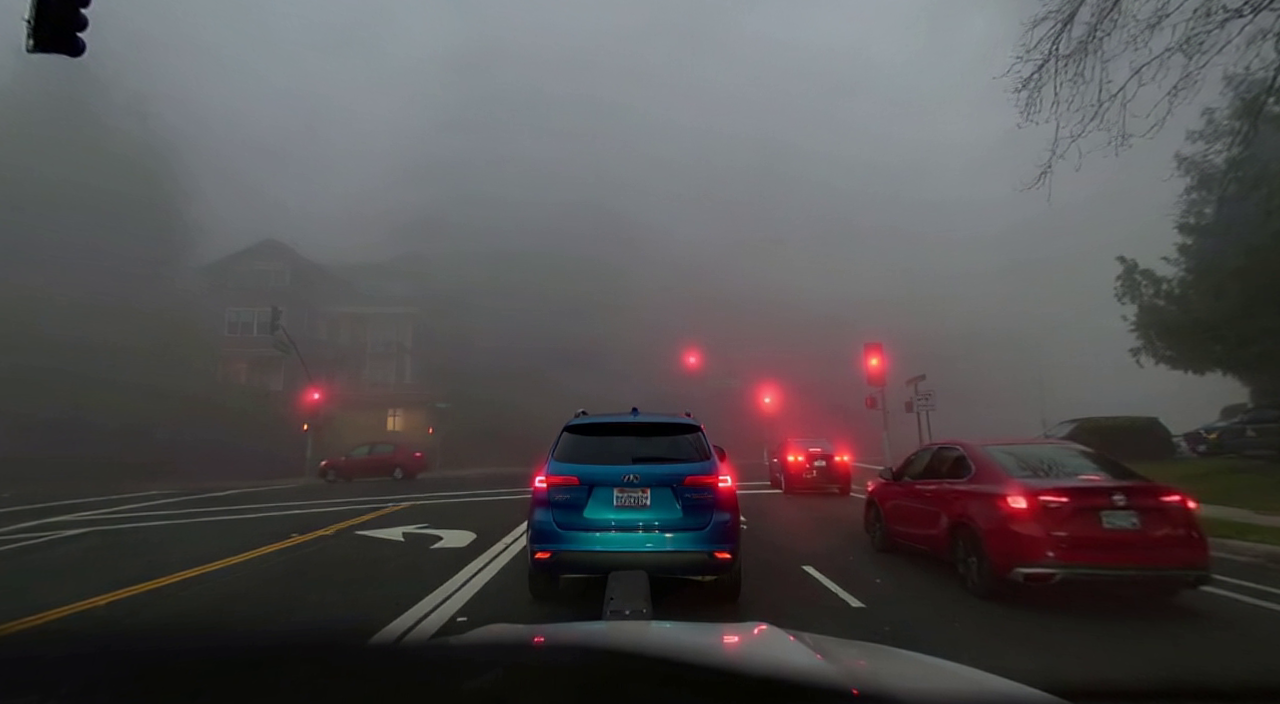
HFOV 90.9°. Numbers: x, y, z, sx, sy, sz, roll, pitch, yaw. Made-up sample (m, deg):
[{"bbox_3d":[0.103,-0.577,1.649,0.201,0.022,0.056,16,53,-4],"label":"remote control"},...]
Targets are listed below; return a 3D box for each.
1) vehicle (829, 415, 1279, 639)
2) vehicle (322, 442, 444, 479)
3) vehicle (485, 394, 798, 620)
[{"bbox_3d":[3.767,1.561,6.801,2.077,1.527,4.755,0,-8,1],"label":"vehicle"},{"bbox_3d":[-11.194,4.713,27.547,4.723,1.486,1.800,4,-9,-25],"label":"vehicle"},{"bbox_3d":[0.048,1.475,6.953,2.322,1.667,4.367,0,-8,1],"label":"vehicle"}]
